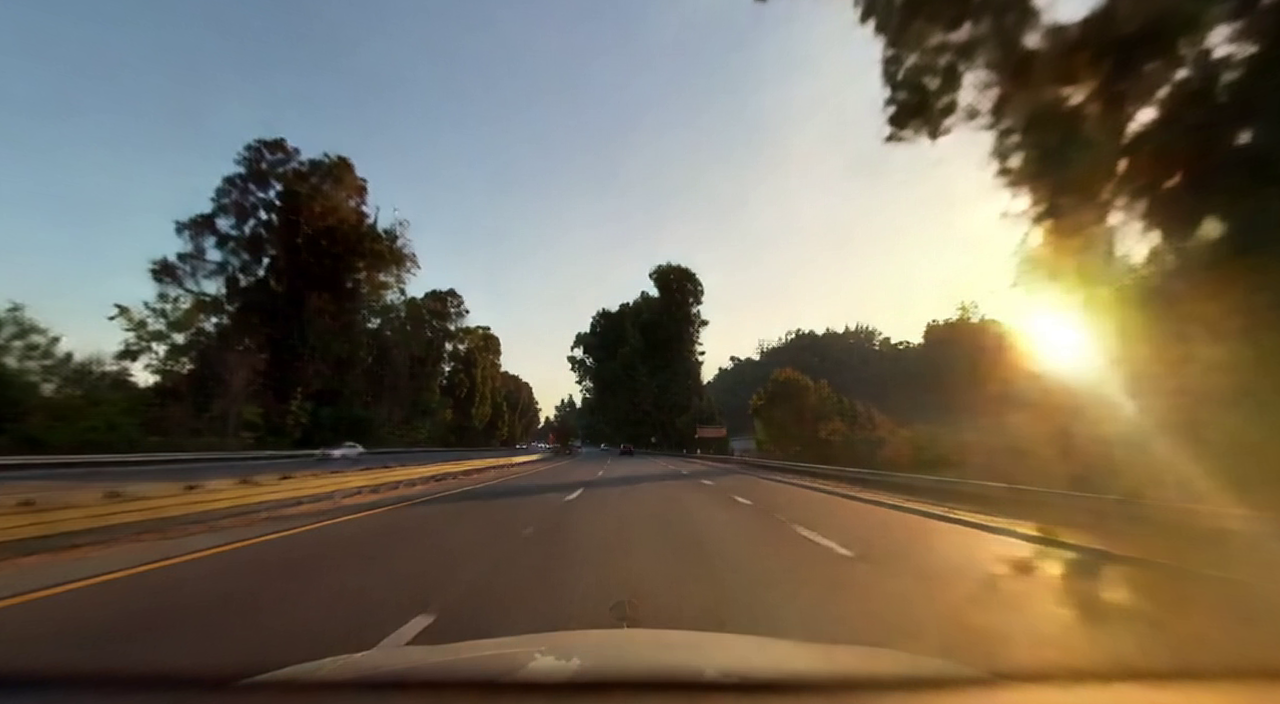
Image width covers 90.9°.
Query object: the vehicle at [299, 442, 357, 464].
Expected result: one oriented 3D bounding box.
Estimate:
[{"bbox_3d":[-22.573,7.308,45.820,2.002,1.503,4.480,0,-9,-2],"label":"vehicle"}]
